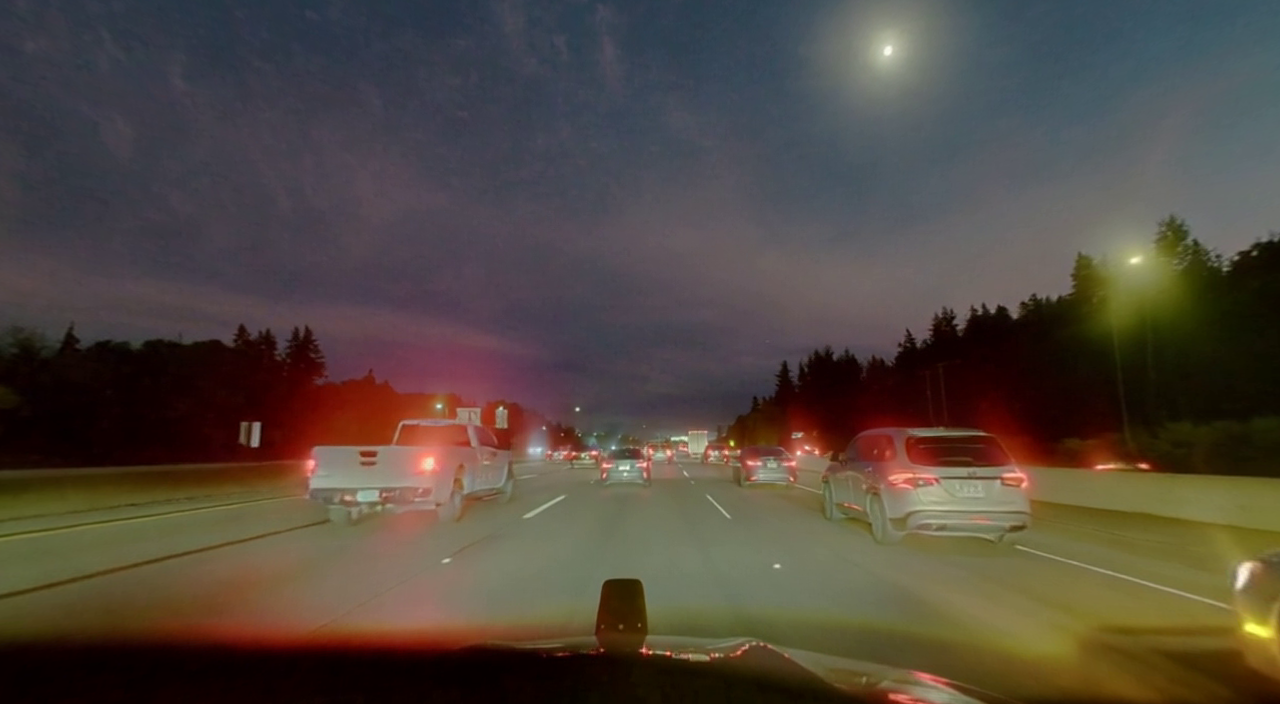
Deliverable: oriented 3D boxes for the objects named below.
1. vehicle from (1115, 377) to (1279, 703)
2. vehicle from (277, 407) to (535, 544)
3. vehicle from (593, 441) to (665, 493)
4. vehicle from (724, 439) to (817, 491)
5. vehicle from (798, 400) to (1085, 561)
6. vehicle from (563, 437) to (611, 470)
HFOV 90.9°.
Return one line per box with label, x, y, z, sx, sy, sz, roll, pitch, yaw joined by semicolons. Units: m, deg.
vehicle;3.645;0.683;1.183;1.984;1.567;4.475;0;-8;0
vehicle;-3.798;2.179;11.918;2.395;1.892;5.995;0;-8;2
vehicle;-0.241;3.618;20.222;2.070;1.456;4.029;0;-8;2
vehicle;4.089;3.631;20.622;1.907;1.474;4.840;0;-8;-2
vehicle;3.937;1.766;9.368;1.999;1.777;4.578;0;-8;1
vehicle;-3.082;6.083;38.076;2.110;1.811;5.585;-1;-8;4
